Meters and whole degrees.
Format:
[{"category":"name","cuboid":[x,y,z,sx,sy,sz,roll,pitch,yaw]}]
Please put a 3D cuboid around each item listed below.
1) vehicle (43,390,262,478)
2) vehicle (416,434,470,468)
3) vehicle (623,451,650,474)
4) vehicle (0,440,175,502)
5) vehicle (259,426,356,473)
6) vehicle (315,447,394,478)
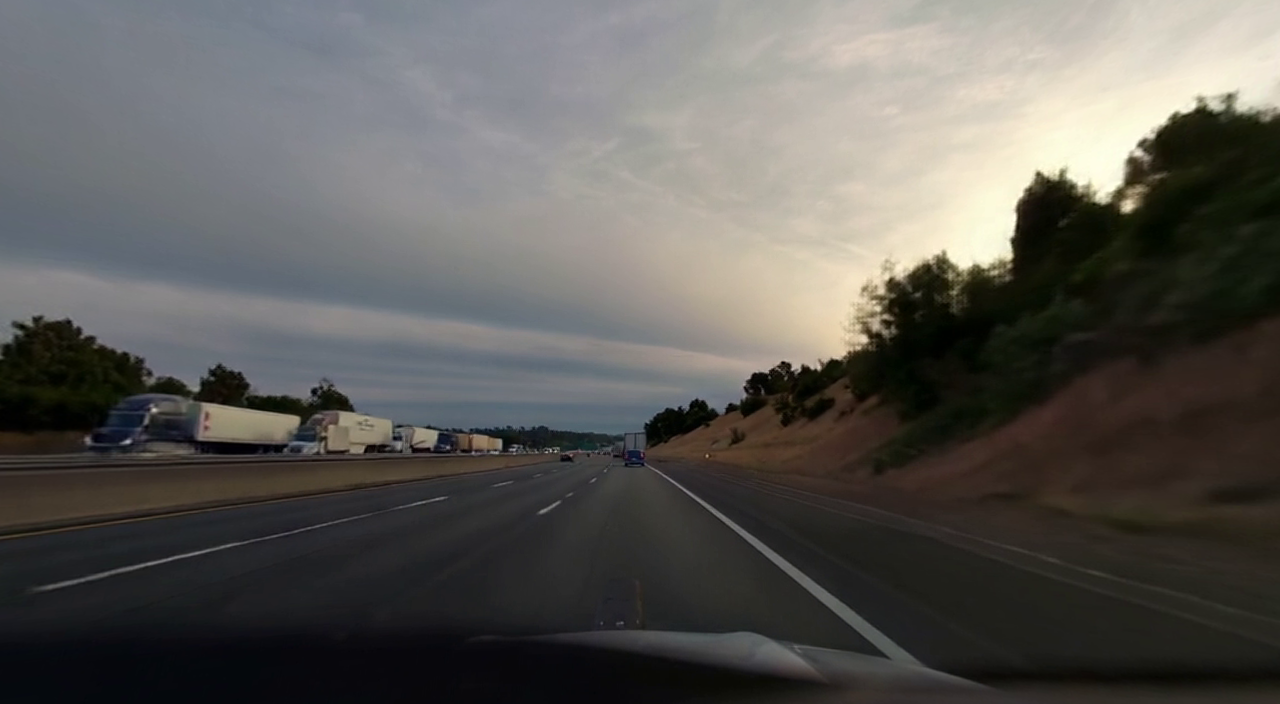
[{"category":"vehicle","cuboid":[-23.870,4.294,32.055,2.893,3.701,10.393,0,-9,-1]},{"category":"vehicle","cuboid":[-15.131,7.672,48.854,2.382,2.437,5.706,0,-9,-1]},{"category":"vehicle","cuboid":[-0.276,8.645,49.431,2.009,1.657,3.962,0,-9,-1]},{"category":"vehicle","cuboid":[-14.767,3.080,16.661,1.837,1.427,4.020,0,-9,0]},{"category":"vehicle","cuboid":[-19.392,5.764,37.236,2.379,2.537,6.065,0,-9,0]},{"category":"vehicle","cuboid":[-14.705,5.711,32.769,1.935,1.486,4.694,0,-9,0]}]
